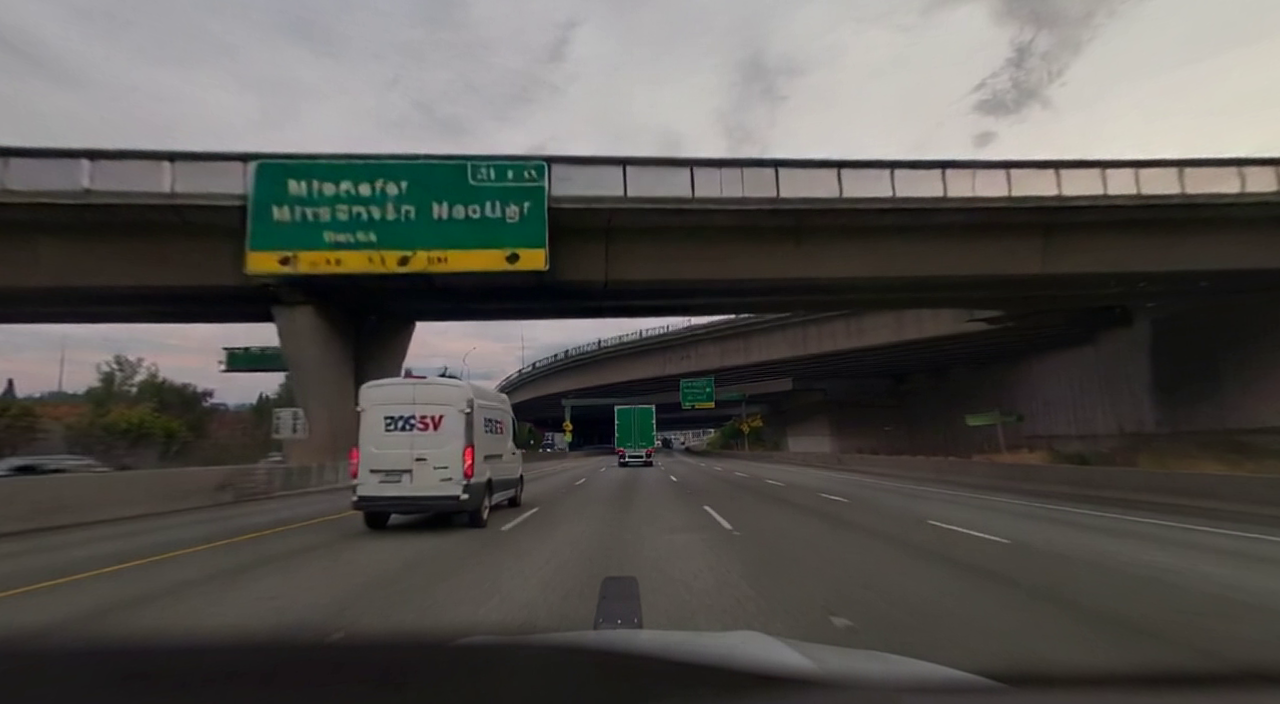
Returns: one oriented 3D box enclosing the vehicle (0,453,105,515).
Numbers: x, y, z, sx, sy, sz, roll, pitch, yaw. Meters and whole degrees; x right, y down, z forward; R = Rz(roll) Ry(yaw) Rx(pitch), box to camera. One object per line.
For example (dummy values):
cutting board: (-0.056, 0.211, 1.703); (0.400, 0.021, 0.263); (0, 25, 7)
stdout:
vehicle: (-15.789, 3.256, 15.709); (1.689, 1.428, 3.501); (0, -9, 0)

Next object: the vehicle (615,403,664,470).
vehicle: (-0.126, 6.119, 44.786); (3.025, 4.002, 12.709); (0, -9, -1)

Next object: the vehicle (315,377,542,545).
vehicle: (-3.420, 1.944, 11.684); (2.404, 2.371, 5.310); (0, -9, -1)

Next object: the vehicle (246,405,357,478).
vehicle: (-19.639, 5.287, 36.981); (3.143, 3.926, 5.850); (0, -9, 0)
